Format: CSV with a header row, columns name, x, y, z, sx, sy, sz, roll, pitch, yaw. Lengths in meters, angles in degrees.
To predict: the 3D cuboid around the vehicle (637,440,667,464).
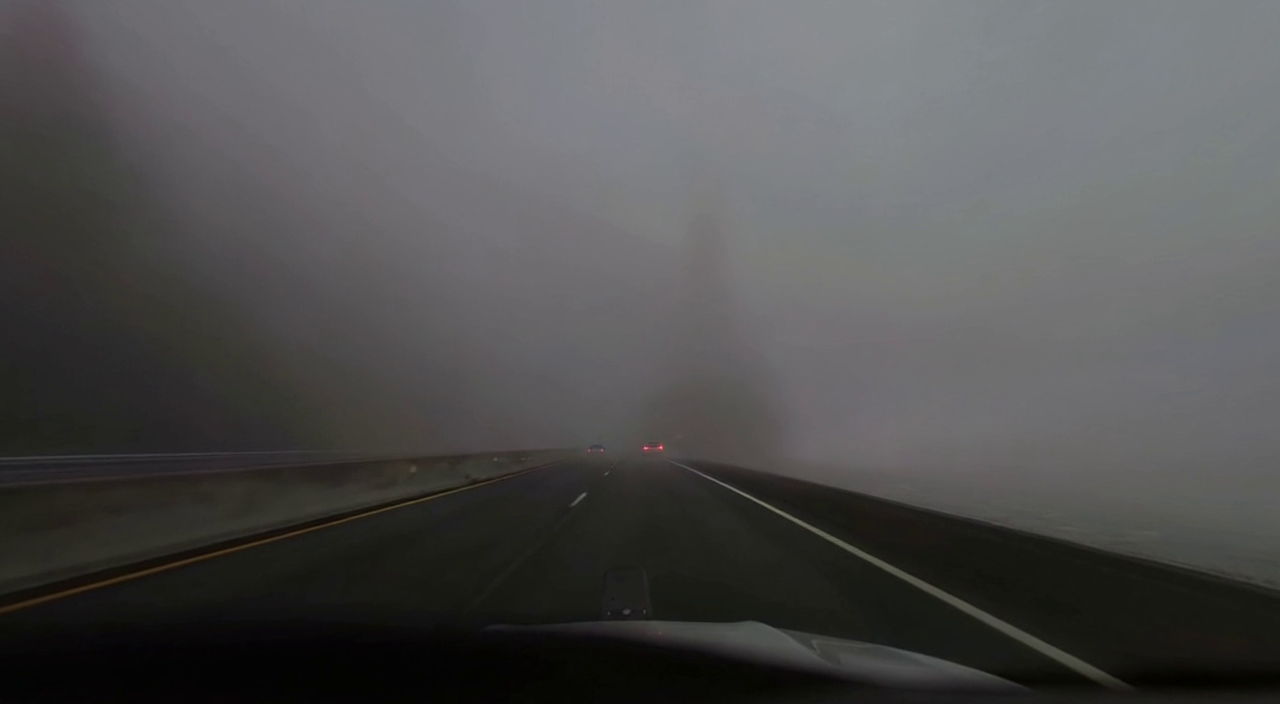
name,x,y,z,sx,sy,sz,roll,pitch,yaw
vehicle,0.791,6.951,43.921,1.966,1.542,3.979,0,-8,-1
